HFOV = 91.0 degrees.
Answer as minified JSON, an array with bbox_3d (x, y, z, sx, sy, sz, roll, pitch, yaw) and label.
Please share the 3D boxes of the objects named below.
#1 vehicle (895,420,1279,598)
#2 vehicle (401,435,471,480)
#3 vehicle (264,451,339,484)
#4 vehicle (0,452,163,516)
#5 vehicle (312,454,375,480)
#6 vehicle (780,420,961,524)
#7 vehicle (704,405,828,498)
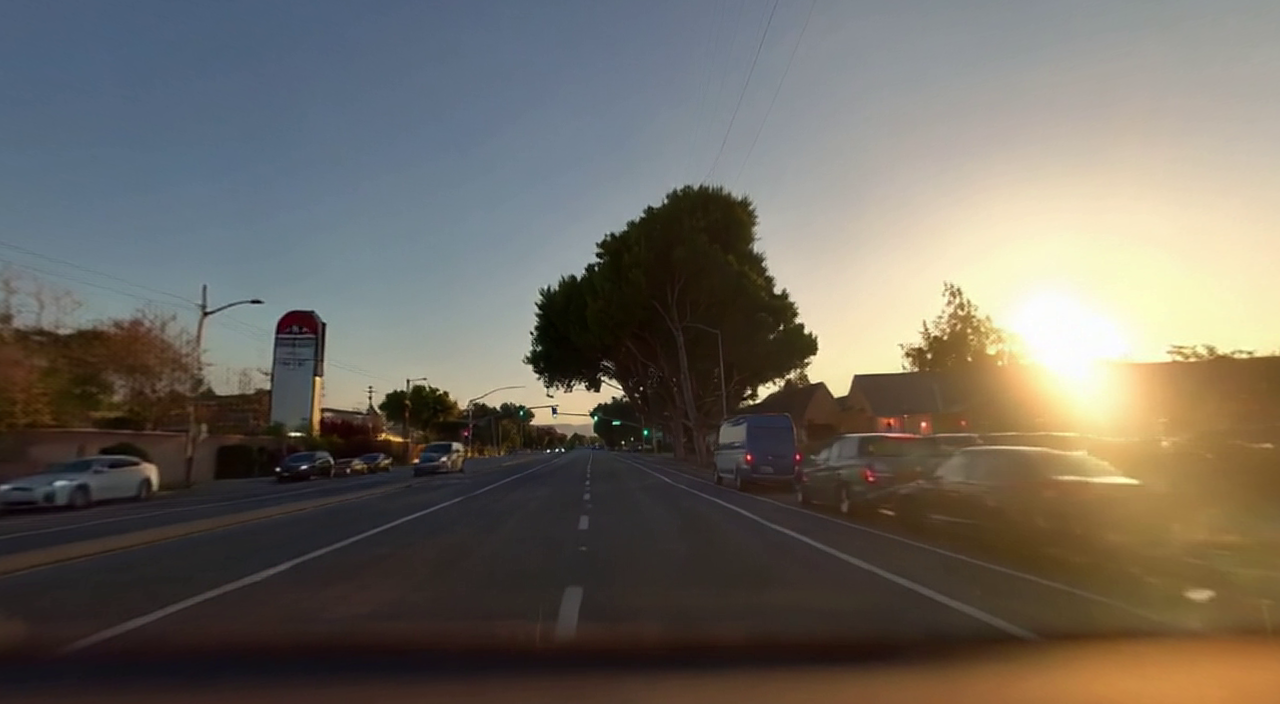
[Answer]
[{"bbox_3d":[5.570,1.923,8.650,1.952,1.771,4.385,1,-9,-5],"label":"vehicle"},{"bbox_3d":[-10.077,5.255,31.574,2.235,2.023,4.923,1,-9,-5],"label":"vehicle"},{"bbox_3d":[-18.582,6.328,34.796,2.021,1.695,4.372,1,-9,-5],"label":"vehicle"},{"bbox_3d":[-17.512,4.024,19.677,1.928,1.718,4.279,0,-9,-3],"label":"vehicle"},{"bbox_3d":[-19.025,7.376,40.651,1.906,1.509,4.834,0,-9,-2],"label":"vehicle"},{"bbox_3d":[5.111,2.749,14.972,2.002,2.010,5.145,1,-9,-4],"label":"vehicle"},{"bbox_3d":[4.335,3.582,23.205,2.739,2.866,6.142,-1,-7,-5],"label":"vehicle"}]
